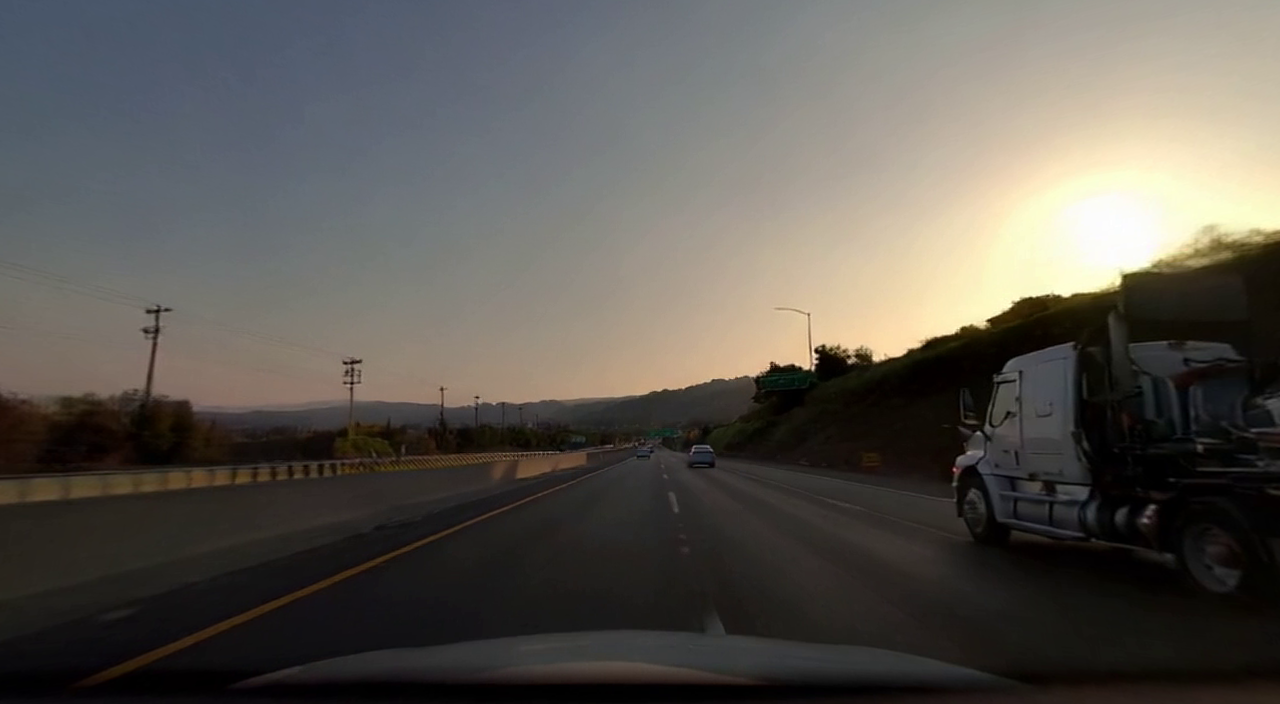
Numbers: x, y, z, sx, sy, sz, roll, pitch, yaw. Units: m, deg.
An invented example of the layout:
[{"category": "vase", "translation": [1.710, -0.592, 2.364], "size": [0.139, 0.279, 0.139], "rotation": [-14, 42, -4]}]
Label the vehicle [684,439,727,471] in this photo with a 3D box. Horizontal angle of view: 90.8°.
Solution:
[{"category": "vehicle", "translation": [4.272, 6.830, 41.894], "size": [2.309, 2.003, 5.139], "rotation": [0, -9, 0]}]
